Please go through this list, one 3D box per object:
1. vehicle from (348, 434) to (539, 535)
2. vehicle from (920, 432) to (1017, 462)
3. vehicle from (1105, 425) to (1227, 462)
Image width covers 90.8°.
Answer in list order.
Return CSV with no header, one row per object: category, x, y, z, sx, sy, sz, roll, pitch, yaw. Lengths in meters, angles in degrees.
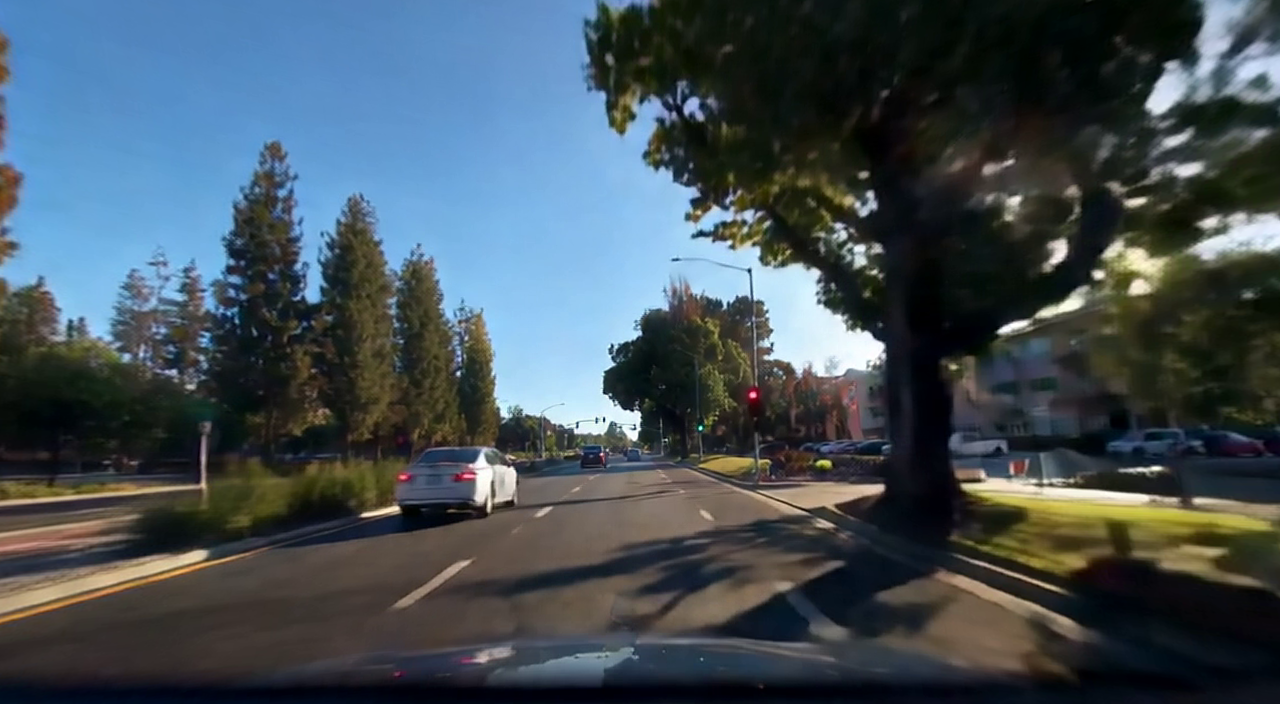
vehicle,-3.358,2.373,12.017,2.011,1.498,4.914,0,-9,1
vehicle,19.308,5.621,37.241,4.465,1.587,2.178,0,-11,-7
vehicle,27.187,4.783,32.927,1.837,1.720,4.764,1,-9,-7
